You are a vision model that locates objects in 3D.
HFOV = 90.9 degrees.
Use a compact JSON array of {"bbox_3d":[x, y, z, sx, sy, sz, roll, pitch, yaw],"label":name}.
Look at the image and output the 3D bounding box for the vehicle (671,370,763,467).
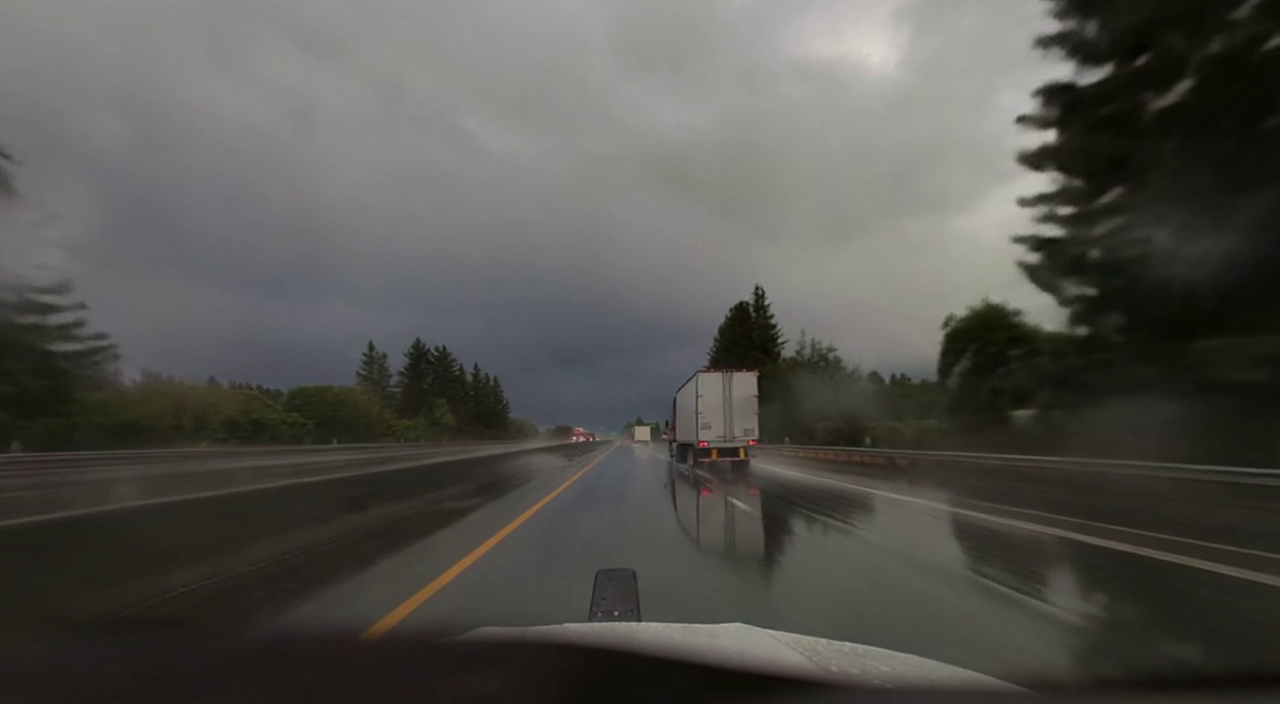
[{"bbox_3d":[3.435,3.447,31.354,2.911,3.994,10.840,0,-8,-1],"label":"vehicle"}]
